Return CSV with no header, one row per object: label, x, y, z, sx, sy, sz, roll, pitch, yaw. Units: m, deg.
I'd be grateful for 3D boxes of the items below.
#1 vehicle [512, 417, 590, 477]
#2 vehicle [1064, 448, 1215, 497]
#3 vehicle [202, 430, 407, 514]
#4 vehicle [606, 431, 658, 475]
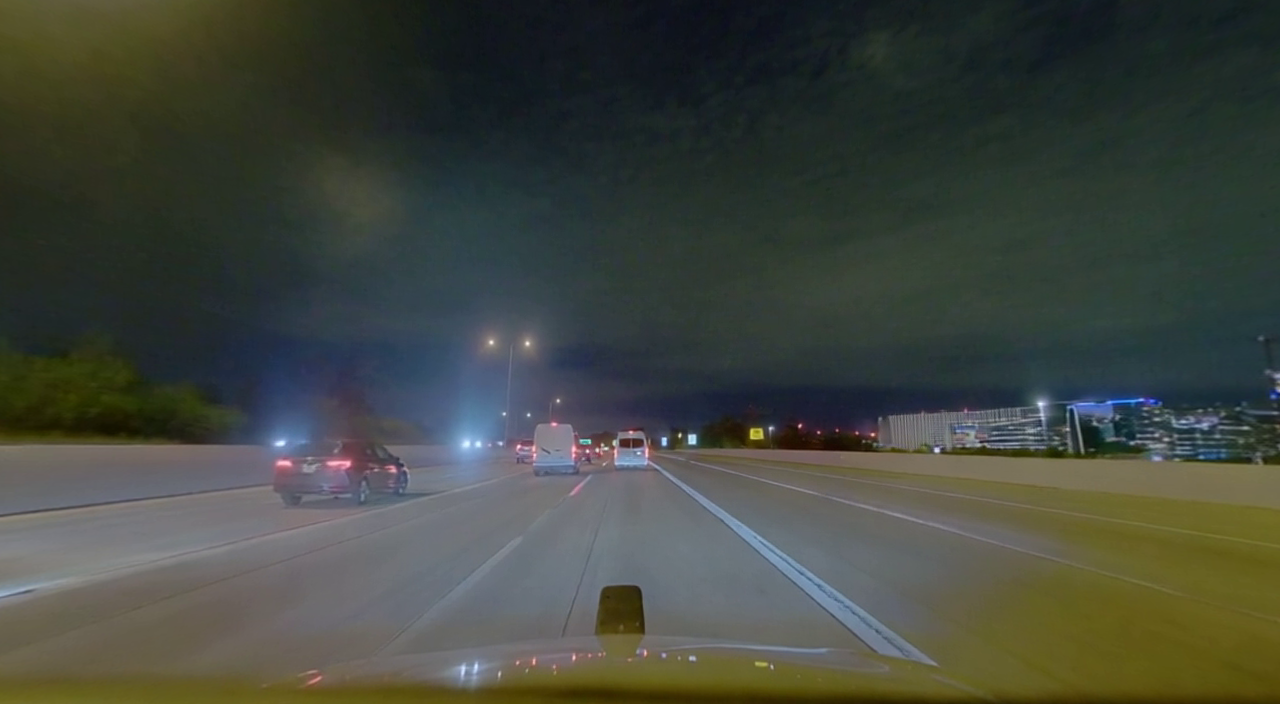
vehicle,-3.665,4.105,27.291,2.504,2.276,5.933,0,-9,0
vehicle,21.185,5.073,27.099,2.083,1.873,5.209,0,-9,-1
vehicle,-6.947,2.533,13.748,1.959,1.493,4.575,0,-9,0
vehicle,-0.351,4.584,28.738,2.207,1.807,4.199,0,-9,0
